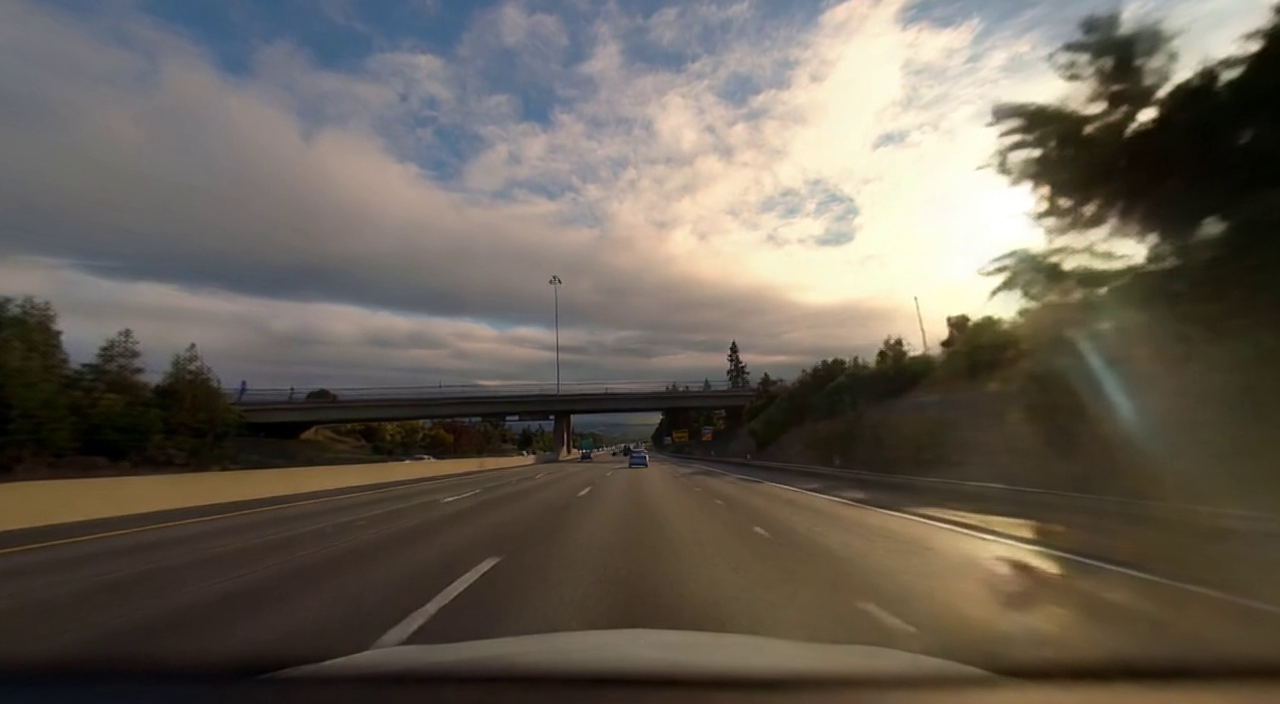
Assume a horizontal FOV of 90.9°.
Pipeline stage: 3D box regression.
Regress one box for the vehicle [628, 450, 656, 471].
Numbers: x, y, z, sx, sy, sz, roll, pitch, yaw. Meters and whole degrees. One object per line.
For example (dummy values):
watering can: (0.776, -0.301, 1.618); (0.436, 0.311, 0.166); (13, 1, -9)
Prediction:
vehicle: (0.141, 8.449, 49.225); (2.113, 1.537, 4.208); (0, -9, 0)
